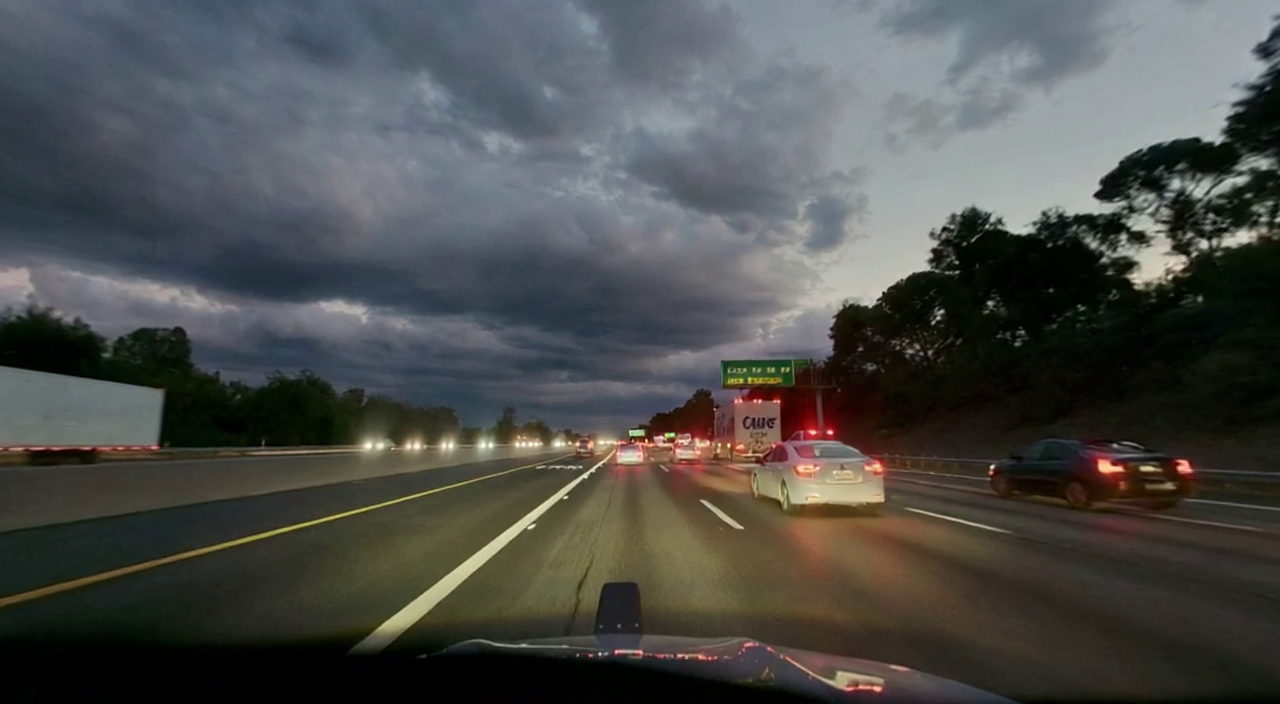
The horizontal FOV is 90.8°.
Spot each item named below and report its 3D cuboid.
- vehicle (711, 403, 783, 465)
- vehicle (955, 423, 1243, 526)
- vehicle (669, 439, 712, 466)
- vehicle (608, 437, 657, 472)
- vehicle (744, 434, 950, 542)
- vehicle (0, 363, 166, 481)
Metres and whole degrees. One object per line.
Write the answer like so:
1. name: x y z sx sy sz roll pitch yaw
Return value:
1. vehicle: 6.918 5.548 42.212 2.799 3.655 8.627 0 -9 -3
2. vehicle: 8.141 2.206 11.951 1.885 1.536 4.657 0 -9 -1
3. vehicle: 2.986 6.112 38.579 1.993 1.504 4.781 0 -9 -3
4. vehicle: -0.373 4.720 29.183 2.098 1.475 3.997 0 -9 -1
5. vehicle: 3.157 2.159 10.769 1.865 1.427 4.448 0 -9 -2
6. vehicle: -24.824 2.526 22.864 2.968 4.234 16.281 0 -9 -1
